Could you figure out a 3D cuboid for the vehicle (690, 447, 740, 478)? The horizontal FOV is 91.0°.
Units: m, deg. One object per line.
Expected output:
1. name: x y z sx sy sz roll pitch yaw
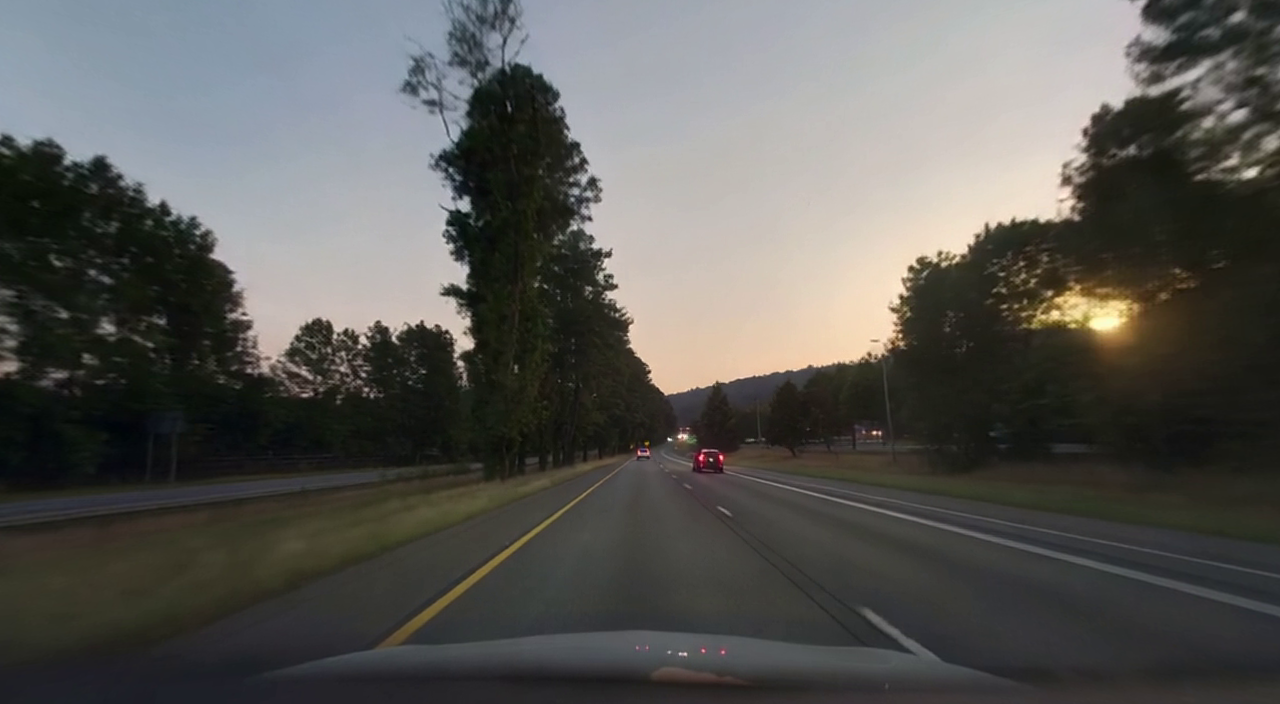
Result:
1. vehicle: 3.874 5.818 33.435 2.115 1.522 4.330 0 -9 0
